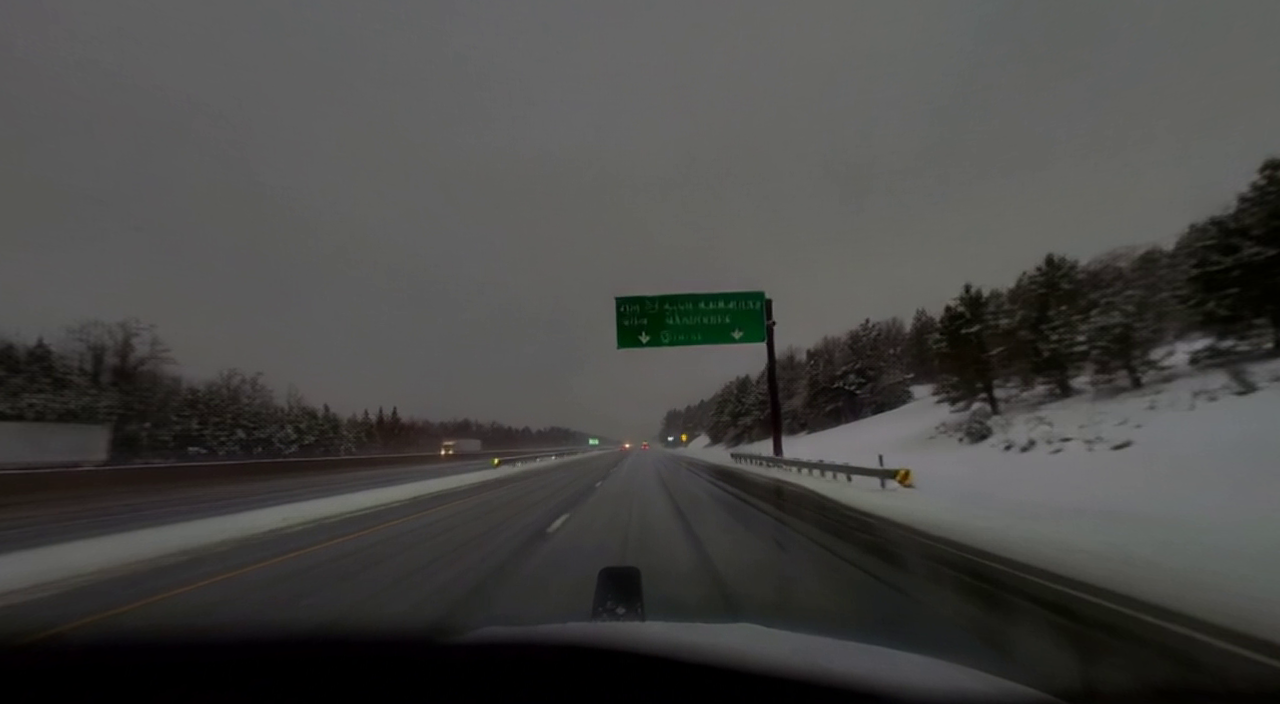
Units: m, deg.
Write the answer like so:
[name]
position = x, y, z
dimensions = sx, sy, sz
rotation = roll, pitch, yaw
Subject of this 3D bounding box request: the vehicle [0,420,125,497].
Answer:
[vehicle]
position = -36.808, 5.889, 34.716
dimensions = 2.951, 4.212, 16.402
rotation = 0, -9, 0
